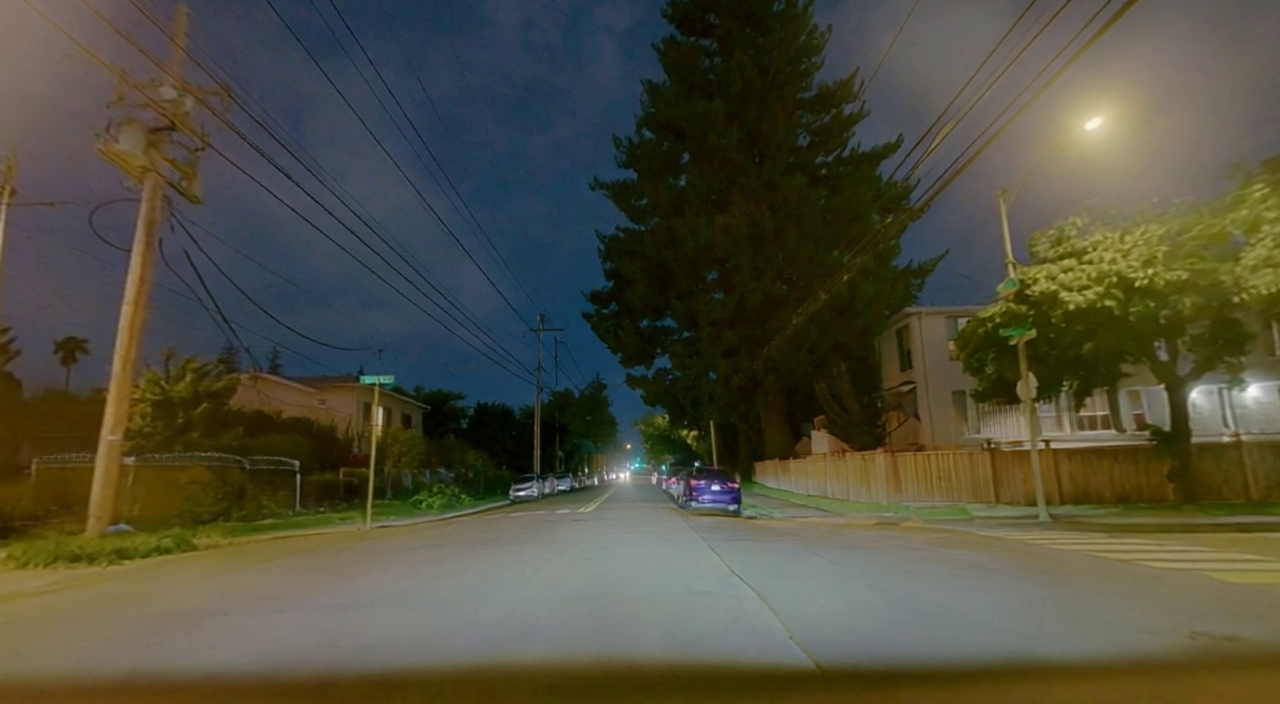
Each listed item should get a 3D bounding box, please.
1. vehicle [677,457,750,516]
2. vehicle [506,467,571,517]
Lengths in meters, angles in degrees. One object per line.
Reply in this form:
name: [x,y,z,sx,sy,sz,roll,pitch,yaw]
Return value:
vehicle: [2.624,4.952,23.789,2.051,1.874,4.459,0,-8,-2]
vehicle: [-4.262,5.949,27.294,2.189,1.771,4.571,0,-8,-2]
